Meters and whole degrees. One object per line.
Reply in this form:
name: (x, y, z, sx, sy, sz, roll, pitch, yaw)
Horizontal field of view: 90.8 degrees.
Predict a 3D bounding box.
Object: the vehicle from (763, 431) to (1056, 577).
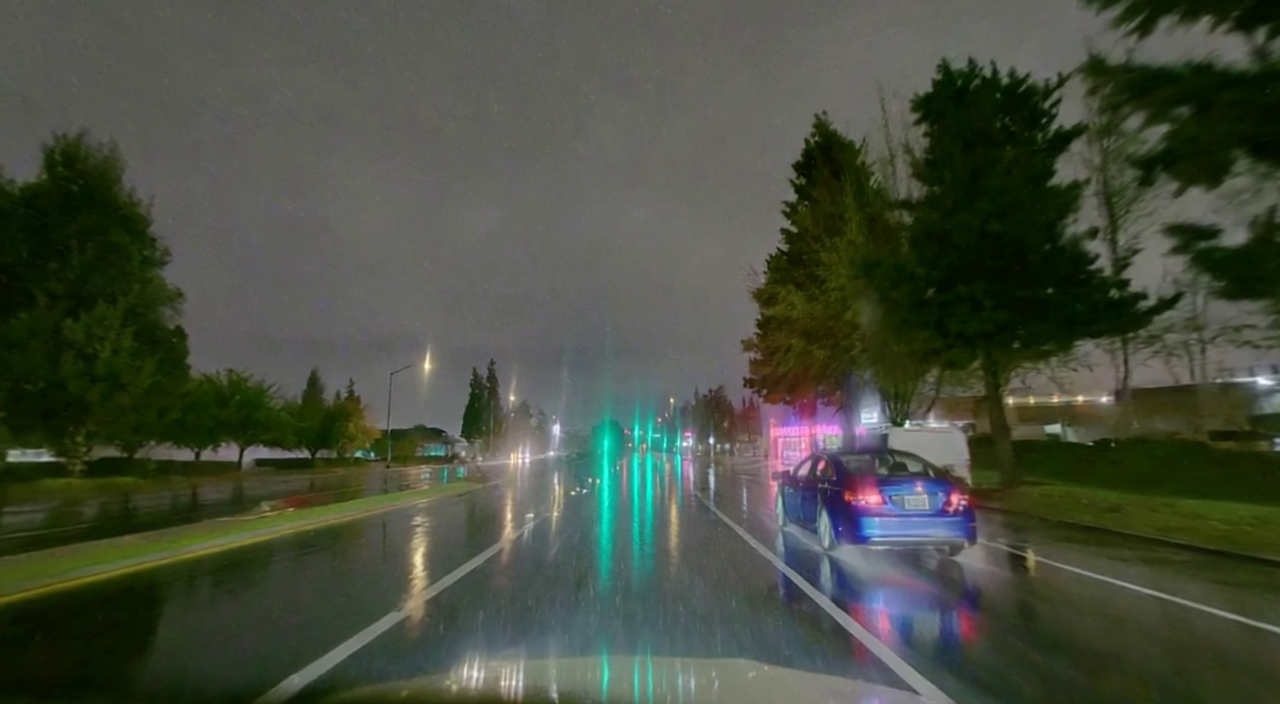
vehicle: (3.238, 1.906, 8.841, 2.004, 1.470, 4.544, 0, -8, -1)
